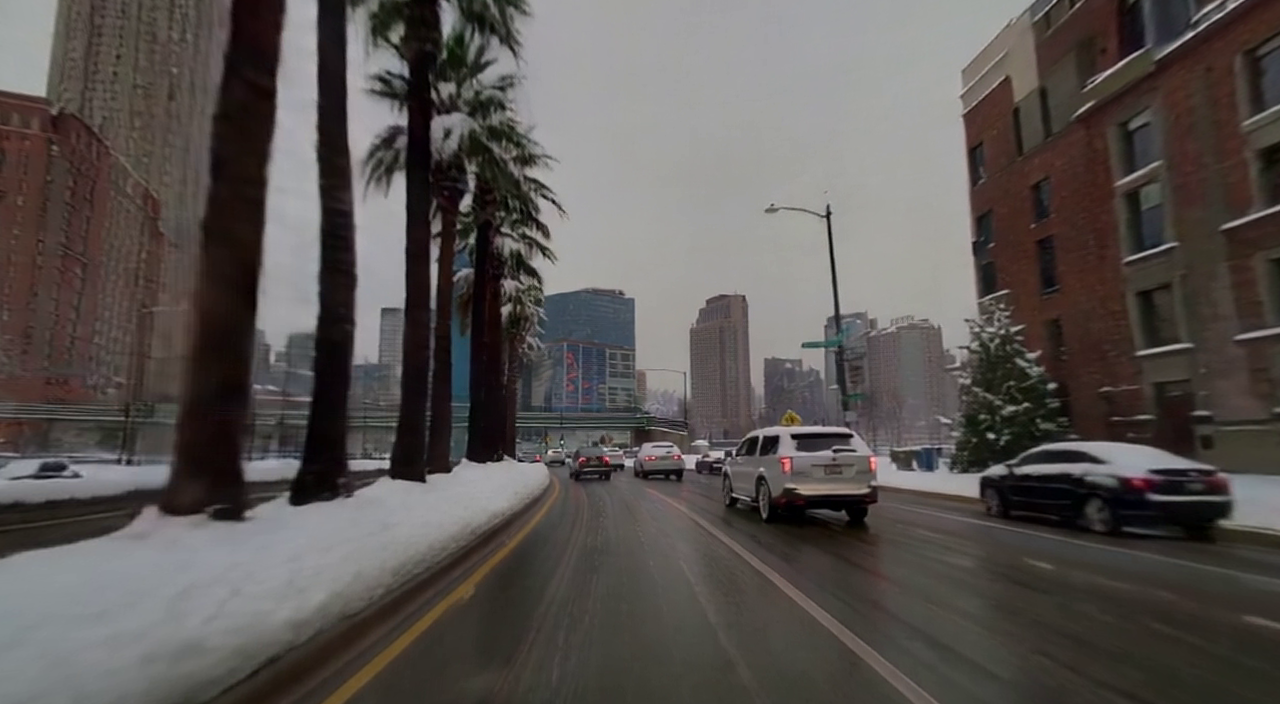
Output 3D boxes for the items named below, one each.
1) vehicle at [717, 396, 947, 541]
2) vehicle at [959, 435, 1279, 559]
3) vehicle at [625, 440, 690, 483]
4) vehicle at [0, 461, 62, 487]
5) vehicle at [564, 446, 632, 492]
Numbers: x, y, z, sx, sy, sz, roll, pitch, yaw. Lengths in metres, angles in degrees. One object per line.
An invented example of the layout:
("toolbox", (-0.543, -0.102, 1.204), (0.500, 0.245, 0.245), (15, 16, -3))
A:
("vehicle", (3.261, 2.151, 12.246), (2.434, 2.171, 5.098), (1, -9, -5))
("vehicle", (7.587, 2.139, 10.186), (2.160, 1.494, 4.721), (0, -9, -4))
("vehicle", (0.742, 5.455, 31.845), (2.407, 1.991, 5.130), (1, -9, -9))
("vehicle", (-38.187, 7.522, 39.094), (1.623, 1.409, 3.461), (0, -9, -4))
("vehicle", (-1.791, 4.569, 25.194), (2.332, 1.625, 4.933), (1, -9, -8))
